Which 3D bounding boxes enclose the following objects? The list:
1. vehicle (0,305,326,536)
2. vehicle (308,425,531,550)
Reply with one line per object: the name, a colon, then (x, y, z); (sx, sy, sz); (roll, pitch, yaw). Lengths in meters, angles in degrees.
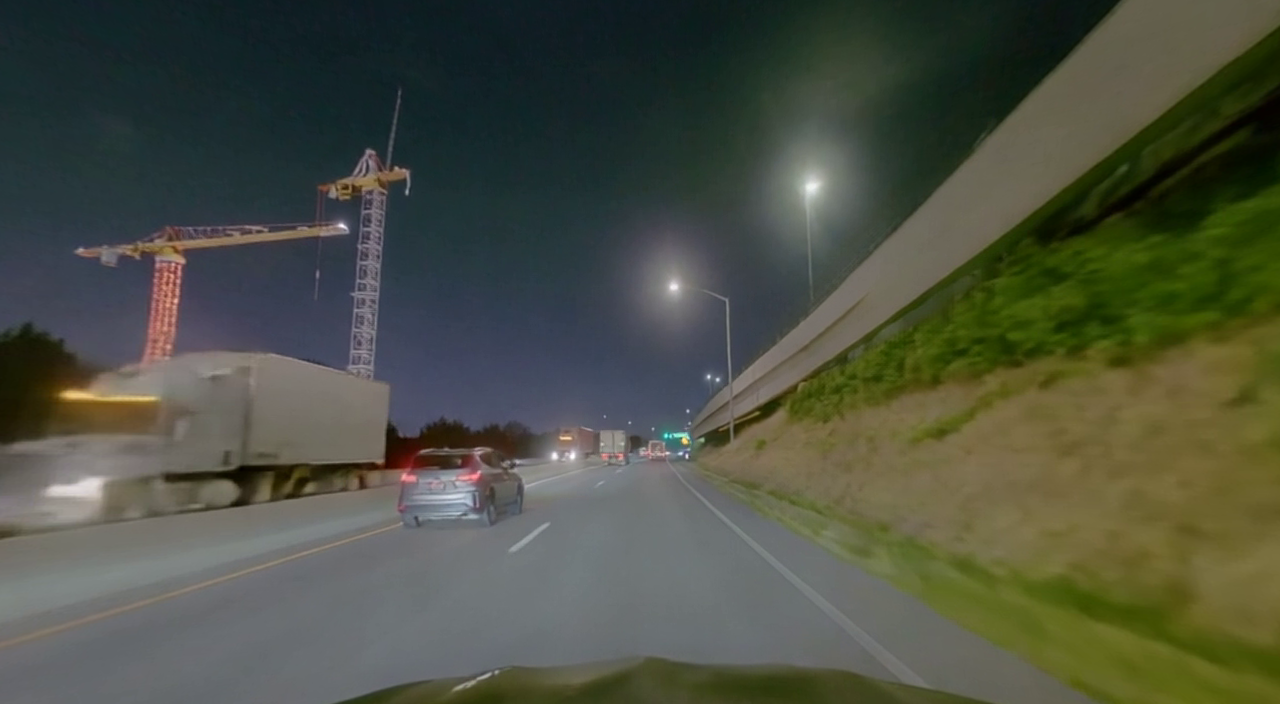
vehicle: (-10.045, 1.592, 13.776); (3.012, 3.952, 5.836); (-1, -9, 2)
vehicle: (-3.285, 2.118, 10.435); (2.194, 1.648, 3.984); (0, -9, 1)
